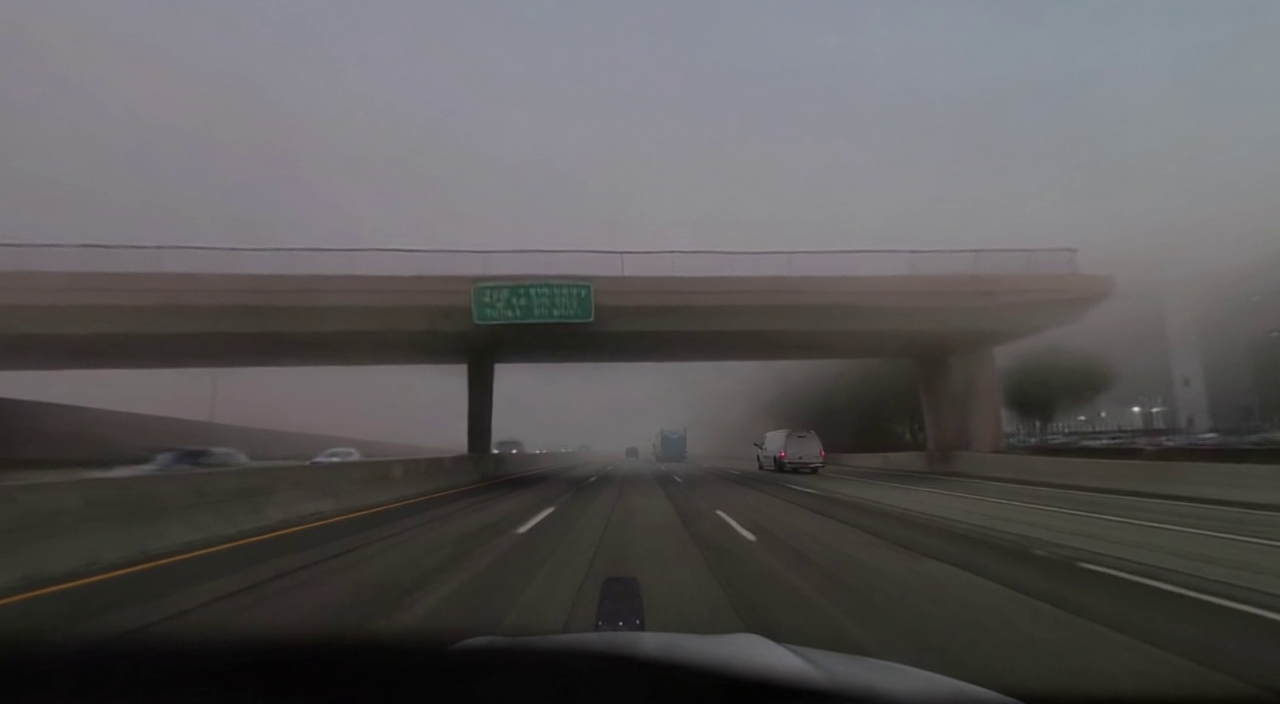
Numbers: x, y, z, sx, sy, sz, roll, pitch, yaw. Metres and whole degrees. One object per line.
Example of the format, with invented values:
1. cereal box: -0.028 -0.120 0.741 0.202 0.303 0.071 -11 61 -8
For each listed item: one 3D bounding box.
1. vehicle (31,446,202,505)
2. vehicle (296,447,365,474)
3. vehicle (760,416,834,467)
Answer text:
1. vehicle: -13.654 3.197 16.767 1.541 1.373 3.408 0 -9 1
2. vehicle: -17.139 6.010 35.231 1.870 1.399 3.844 0 -9 0
3. vehicle: 11.221 6.605 46.285 2.912 3.293 9.588 0 -9 0
